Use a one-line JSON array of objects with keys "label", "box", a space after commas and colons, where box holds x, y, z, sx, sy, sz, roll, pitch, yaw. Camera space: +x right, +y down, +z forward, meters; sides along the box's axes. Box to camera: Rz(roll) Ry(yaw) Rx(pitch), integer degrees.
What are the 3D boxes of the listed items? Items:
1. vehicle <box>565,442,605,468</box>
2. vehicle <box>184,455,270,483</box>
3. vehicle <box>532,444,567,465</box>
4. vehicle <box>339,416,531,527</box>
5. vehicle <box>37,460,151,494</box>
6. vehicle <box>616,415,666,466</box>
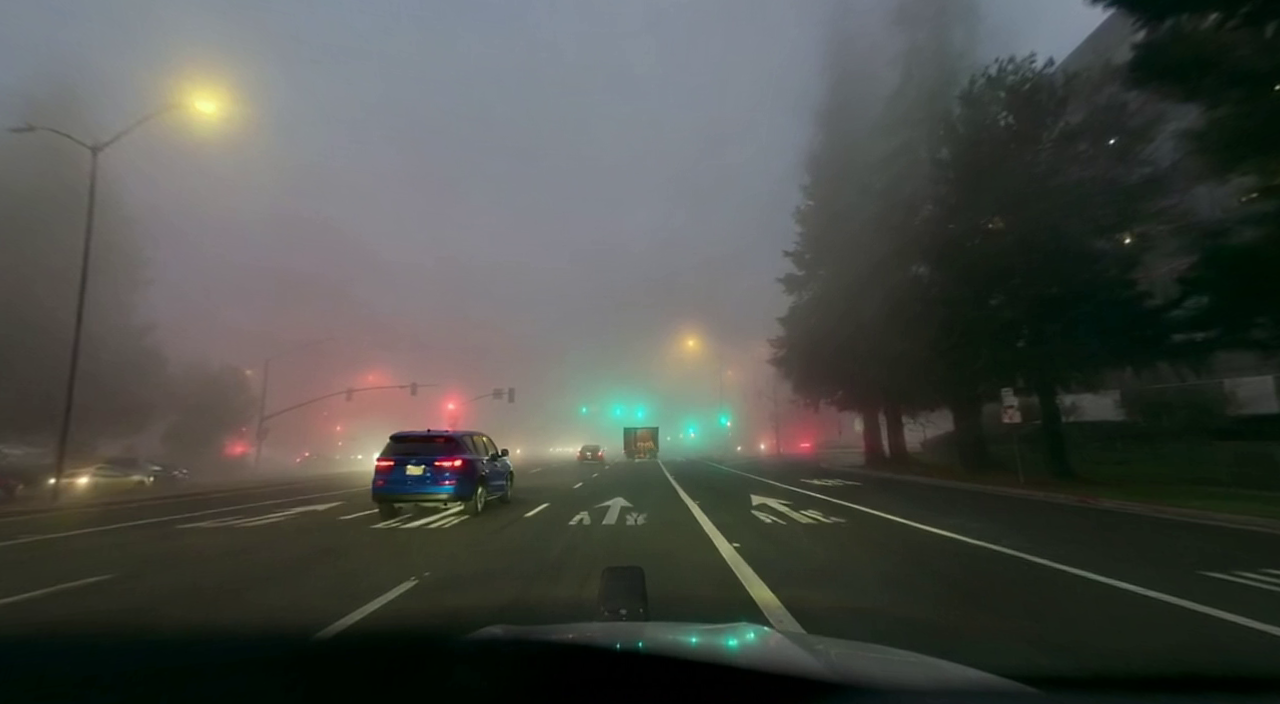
[{"label": "vehicle", "box": [-3.270, 6.241, 38.149, 2.023, 1.483, 4.143, 0, -9, 1]}, {"label": "vehicle", "box": [-24.763, 7.010, 37.837, 2.013, 1.517, 4.567, 0, -9, 1]}, {"label": "vehicle", "box": [-6.696, 7.587, 46.742, 1.933, 1.477, 4.119, 0, -8, 1]}, {"label": "vehicle", "box": [-3.834, 2.348, 12.936, 2.178, 1.826, 4.933, 0, -8, 1]}, {"label": "vehicle", "box": [-28.620, 6.544, 33.149, 1.828, 1.499, 4.619, 0, -9, 1]}, {"label": "vehicle", "box": [0.153, 5.745, 40.628, 2.993, 3.051, 6.692, 0, -8, 2]}]
